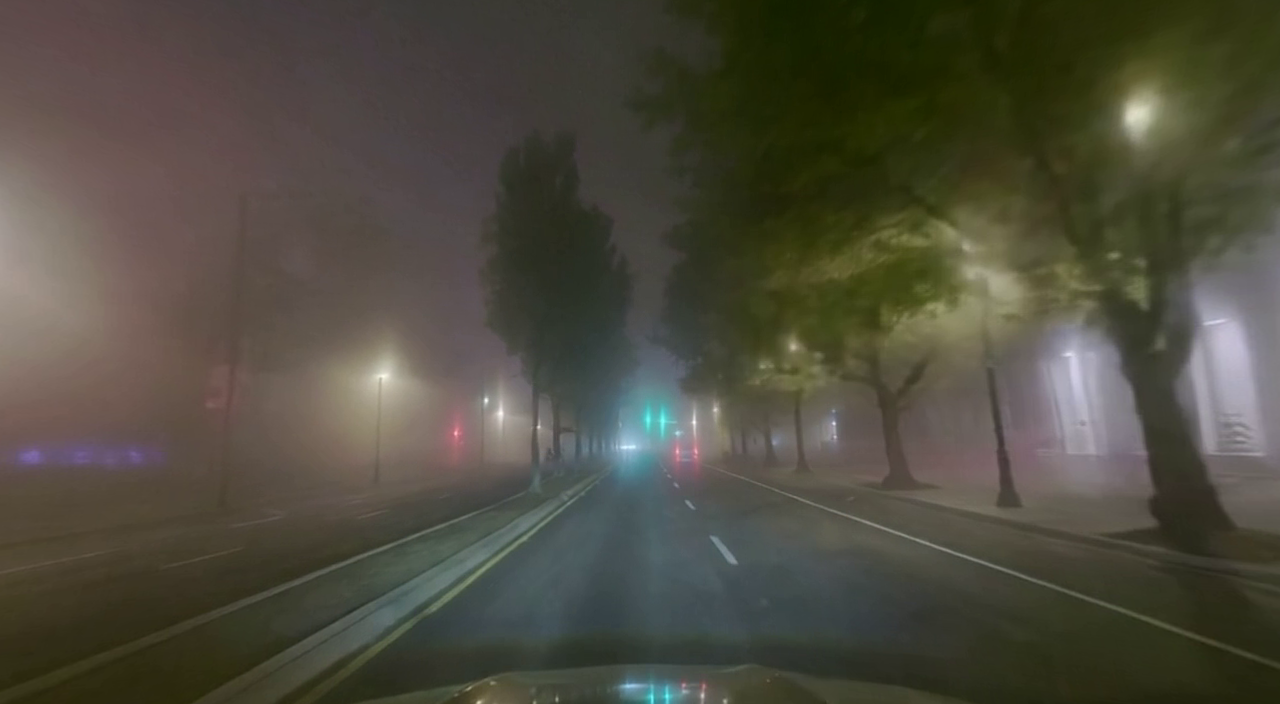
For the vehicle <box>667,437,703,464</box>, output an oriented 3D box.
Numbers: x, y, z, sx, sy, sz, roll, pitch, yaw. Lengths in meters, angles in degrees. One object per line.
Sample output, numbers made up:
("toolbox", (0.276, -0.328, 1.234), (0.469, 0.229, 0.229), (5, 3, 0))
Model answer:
("vehicle", (3.055, 6.832, 43.721), (2.129, 1.719, 4.205), (0, -9, 0))
